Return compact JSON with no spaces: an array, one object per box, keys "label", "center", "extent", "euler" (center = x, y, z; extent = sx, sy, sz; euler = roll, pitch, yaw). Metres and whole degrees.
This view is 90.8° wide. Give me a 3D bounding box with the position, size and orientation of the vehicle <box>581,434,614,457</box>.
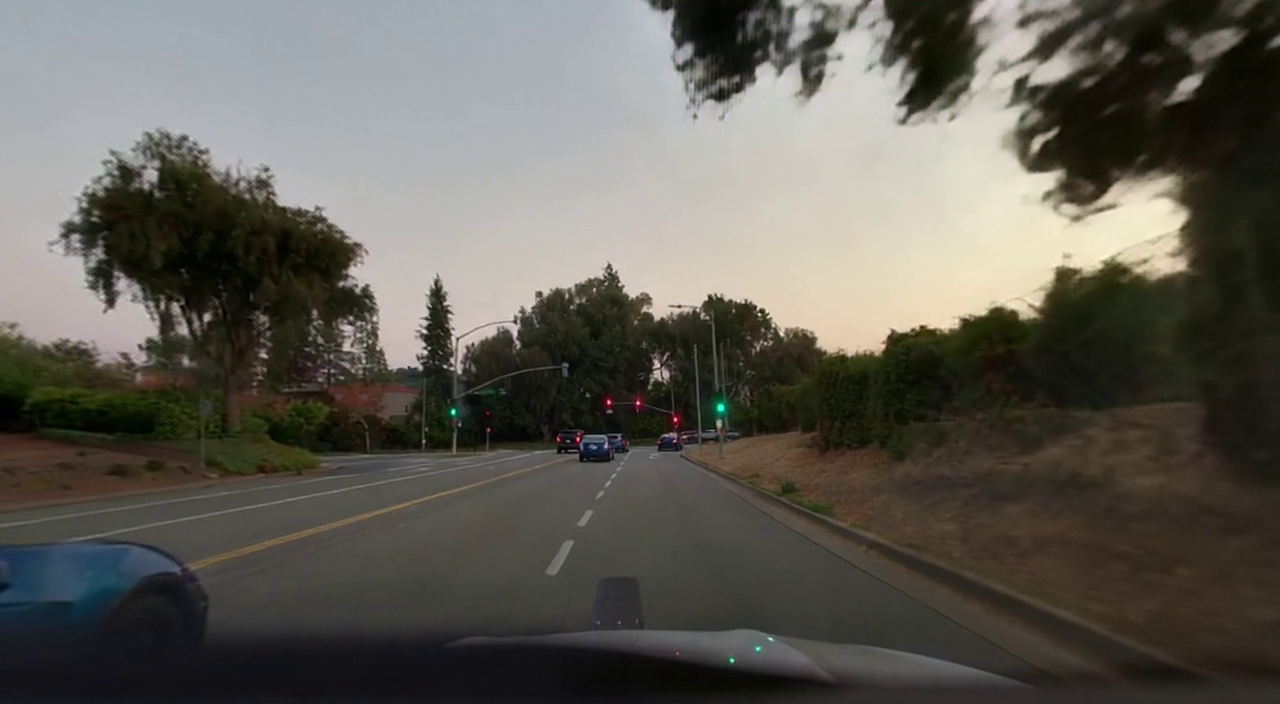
[{"label":"vehicle","center":[-2.930,6.616,44.650],"extent":[1.979,1.492,3.930],"euler":[0,-9,1]}]
